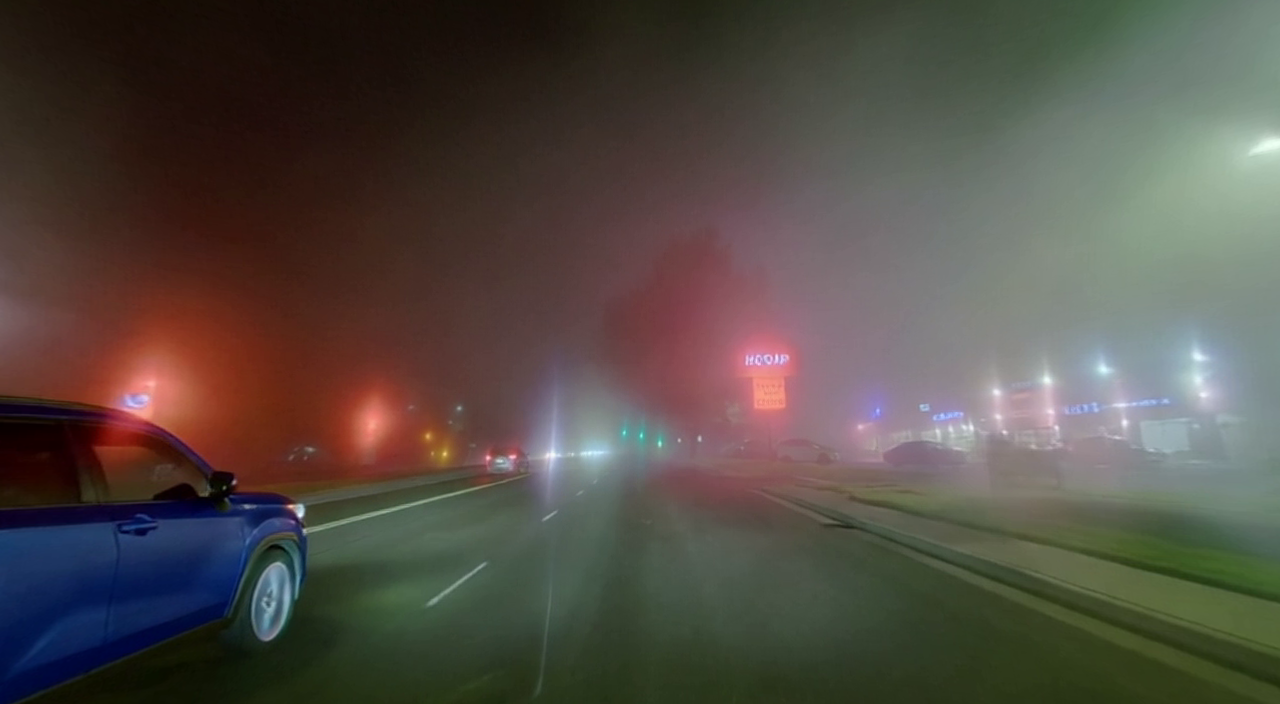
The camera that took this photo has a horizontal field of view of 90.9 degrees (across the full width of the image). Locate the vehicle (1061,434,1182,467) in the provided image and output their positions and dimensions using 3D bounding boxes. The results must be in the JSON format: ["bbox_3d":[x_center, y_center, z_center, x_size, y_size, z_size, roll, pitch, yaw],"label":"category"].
[{"bbox_3d":[26.749,5.476,35.380,2.672,1.580,5.933,-3,-8,7],"label":"vehicle"}]

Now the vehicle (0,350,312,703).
[{"bbox_3d":[-3.298,0.820,2.133,2.127,1.654,4.121,0,-8,0],"label":"vehicle"}]

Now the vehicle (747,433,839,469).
[{"bbox_3d":[8.904,5.768,36.812,5.031,1.951,2.184,-2,-9,15],"label":"vehicle"}]

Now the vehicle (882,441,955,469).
[{"bbox_3d":[15.899,5.873,36.234,2.177,1.397,4.511,-2,-8,1],"label":"vehicle"}]

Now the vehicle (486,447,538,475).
[{"bbox_3d":[-7.351,6.274,36.660,1.990,1.483,4.410,0,-8,1],"label":"vehicle"}]
